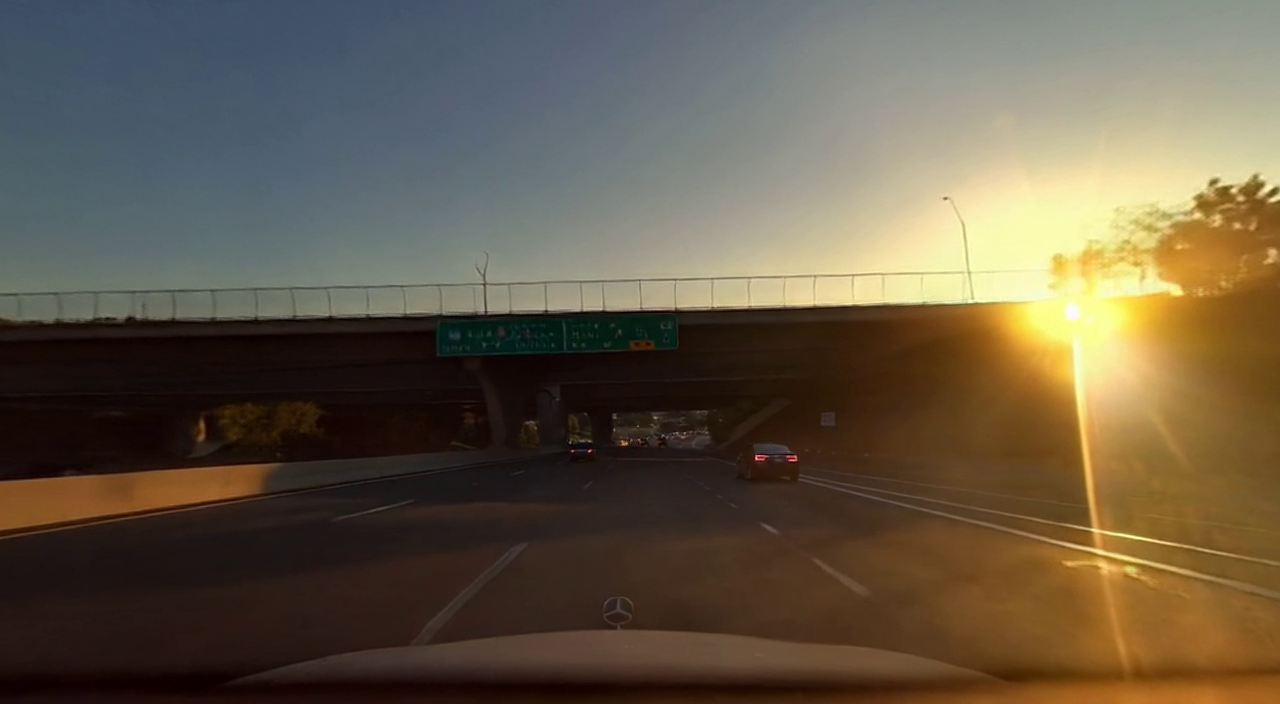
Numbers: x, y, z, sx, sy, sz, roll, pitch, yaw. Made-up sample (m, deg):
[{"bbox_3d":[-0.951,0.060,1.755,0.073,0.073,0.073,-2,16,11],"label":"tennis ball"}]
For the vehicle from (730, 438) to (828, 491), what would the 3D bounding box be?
[{"bbox_3d":[4.250,3.515,20.129,2.060,1.485,4.274,0,-9,-1],"label":"vehicle"}]

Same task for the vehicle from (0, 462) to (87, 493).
[{"bbox_3d":[-36.360,7.502,38.032,1.945,1.591,4.590,0,-8,0],"label":"vehicle"}]

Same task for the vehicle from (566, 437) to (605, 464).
[{"bbox_3d":[-3.405,6.307,40.526,2.048,1.618,4.424,0,-9,1],"label":"vehicle"}]
